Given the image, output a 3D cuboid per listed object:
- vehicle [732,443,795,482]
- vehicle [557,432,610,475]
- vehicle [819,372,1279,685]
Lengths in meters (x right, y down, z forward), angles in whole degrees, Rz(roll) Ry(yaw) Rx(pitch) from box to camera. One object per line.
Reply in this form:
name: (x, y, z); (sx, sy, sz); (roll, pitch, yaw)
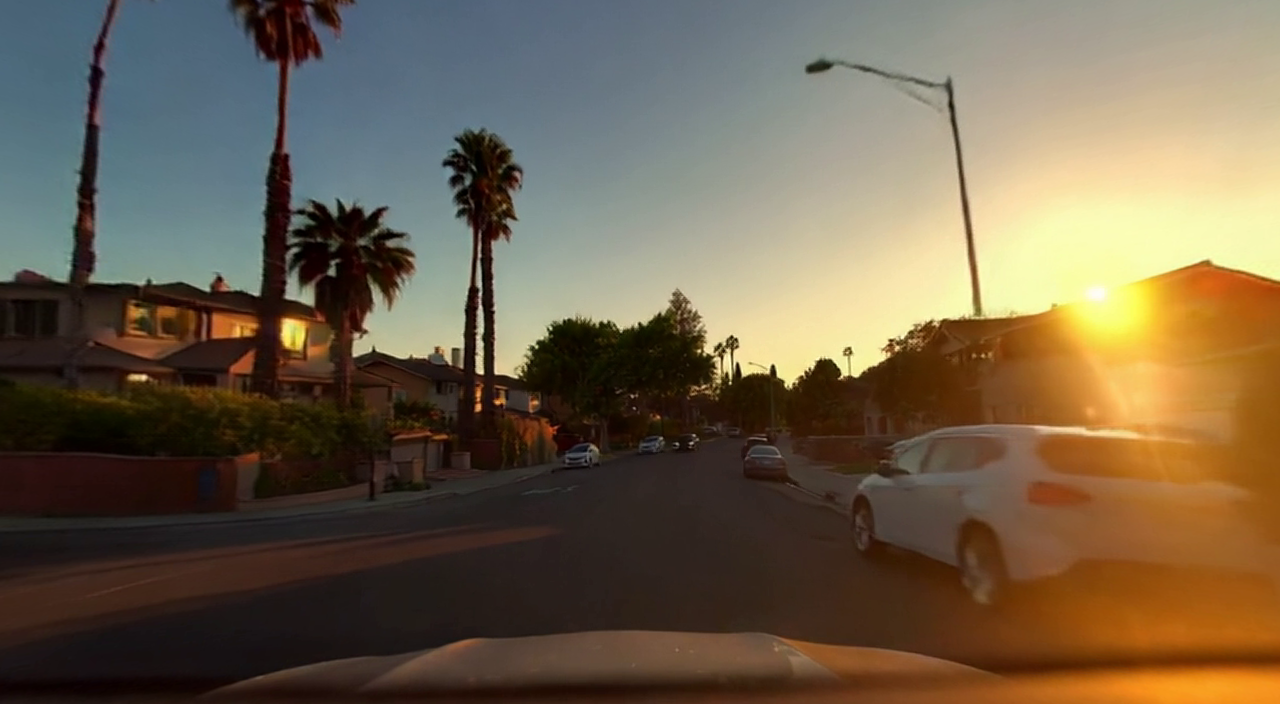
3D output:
vehicle: (4.942, 4.442, 25.678); (1.942, 1.465, 4.123); (-1, -8, 3)
vehicle: (-3.453, 6.482, 39.722); (2.053, 1.713, 4.850); (-3, -21, 10)
vehicle: (3.607, 1.377, 6.172); (2.197, 1.816, 4.845); (0, -8, -1)
